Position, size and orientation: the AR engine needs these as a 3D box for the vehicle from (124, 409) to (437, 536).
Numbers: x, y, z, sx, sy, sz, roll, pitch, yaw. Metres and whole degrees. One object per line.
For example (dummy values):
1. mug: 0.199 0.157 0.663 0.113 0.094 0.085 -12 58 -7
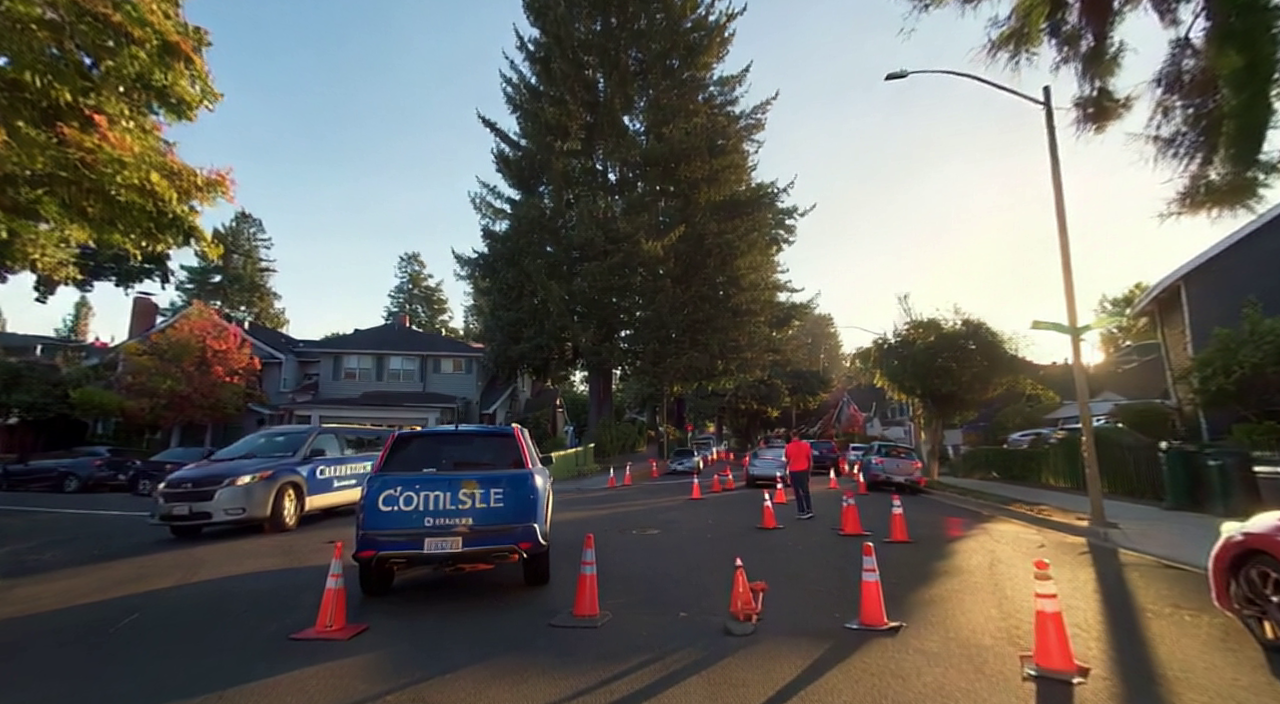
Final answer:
1. vehicle: -6.423 2.215 12.256 2.471 1.892 4.952 -2 -9 13

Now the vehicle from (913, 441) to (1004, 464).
1. vehicle: 21.552 6.833 42.930 5.066 1.534 1.905 -1 -9 8

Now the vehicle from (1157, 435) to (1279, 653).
1. vehicle: 5.071 1.136 3.083 1.808 1.490 4.711 -2 -9 11

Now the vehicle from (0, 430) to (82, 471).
1. vehicle: -30.377 4.804 30.945 1.908 1.898 4.120 -2 -9 11

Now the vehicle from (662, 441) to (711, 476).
1. vehicle: 2.534 5.605 33.530 2.014 1.742 4.297 -2 -9 12

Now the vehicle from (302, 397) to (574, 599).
1. vehicle: -2.288 1.611 7.854 2.350 1.748 4.094 2 -9 -14

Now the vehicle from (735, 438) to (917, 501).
1. vehicle: 5.346 3.317 18.320 4.656 1.577 2.099 2 -8 -19
